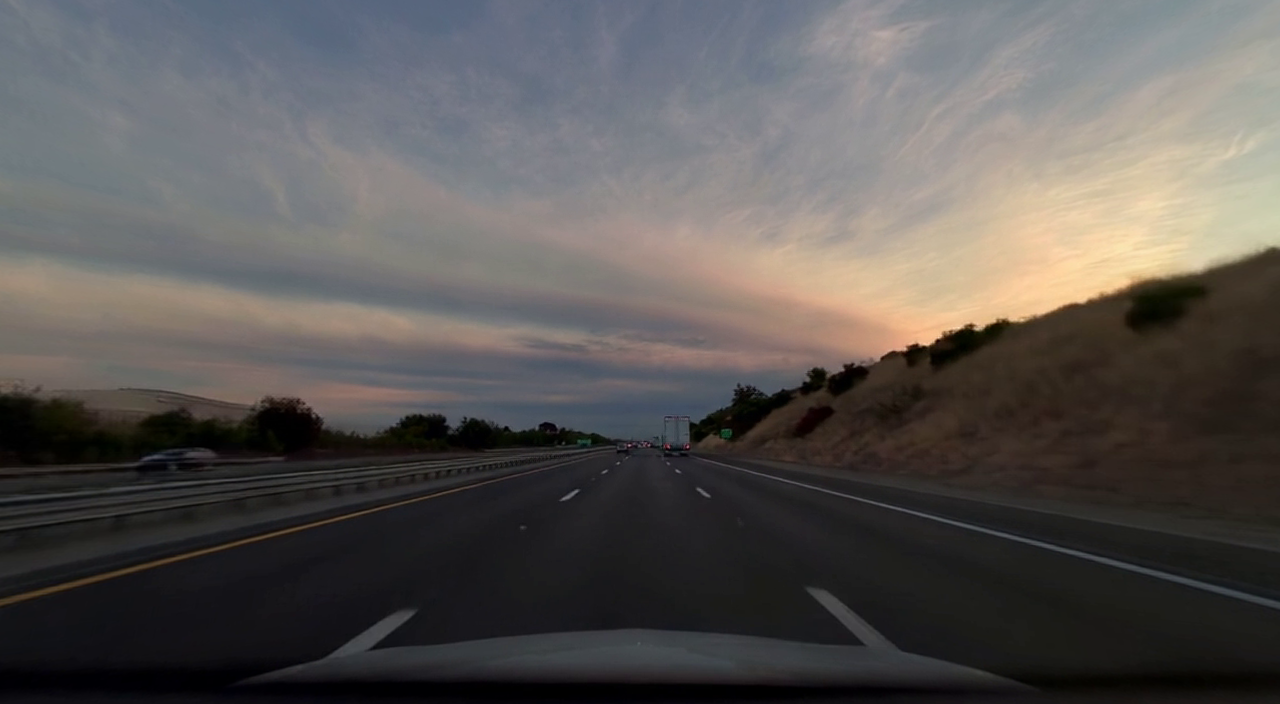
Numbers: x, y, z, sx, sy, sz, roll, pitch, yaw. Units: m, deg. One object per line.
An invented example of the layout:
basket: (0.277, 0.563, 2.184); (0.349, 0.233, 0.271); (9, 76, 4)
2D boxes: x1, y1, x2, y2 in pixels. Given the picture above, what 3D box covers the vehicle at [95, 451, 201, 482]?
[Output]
vehicle: (-26.987, 6.264, 34.793); (1.936, 1.507, 4.806); (0, -9, 1)
